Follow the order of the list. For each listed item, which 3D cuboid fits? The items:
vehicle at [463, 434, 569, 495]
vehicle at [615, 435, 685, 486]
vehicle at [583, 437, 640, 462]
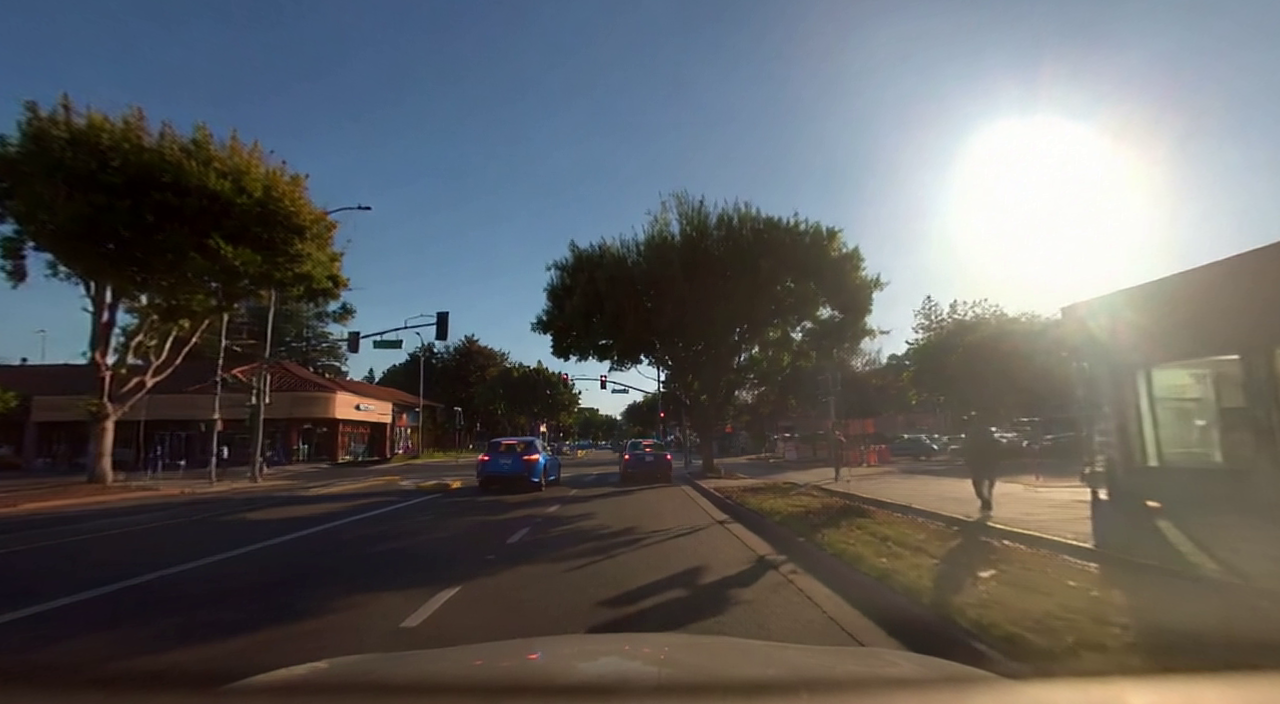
[{"bbox_3d":[-3.282,3.097,17.748,2.032,1.467,4.411,0,-8,1],"label":"vehicle"},{"bbox_3d":[0.276,3.475,20.566,2.059,1.456,4.047,0,-8,0],"label":"vehicle"},{"bbox_3d":[-1.977,6.949,45.085,1.966,1.689,4.541,-5,-10,28],"label":"vehicle"}]
